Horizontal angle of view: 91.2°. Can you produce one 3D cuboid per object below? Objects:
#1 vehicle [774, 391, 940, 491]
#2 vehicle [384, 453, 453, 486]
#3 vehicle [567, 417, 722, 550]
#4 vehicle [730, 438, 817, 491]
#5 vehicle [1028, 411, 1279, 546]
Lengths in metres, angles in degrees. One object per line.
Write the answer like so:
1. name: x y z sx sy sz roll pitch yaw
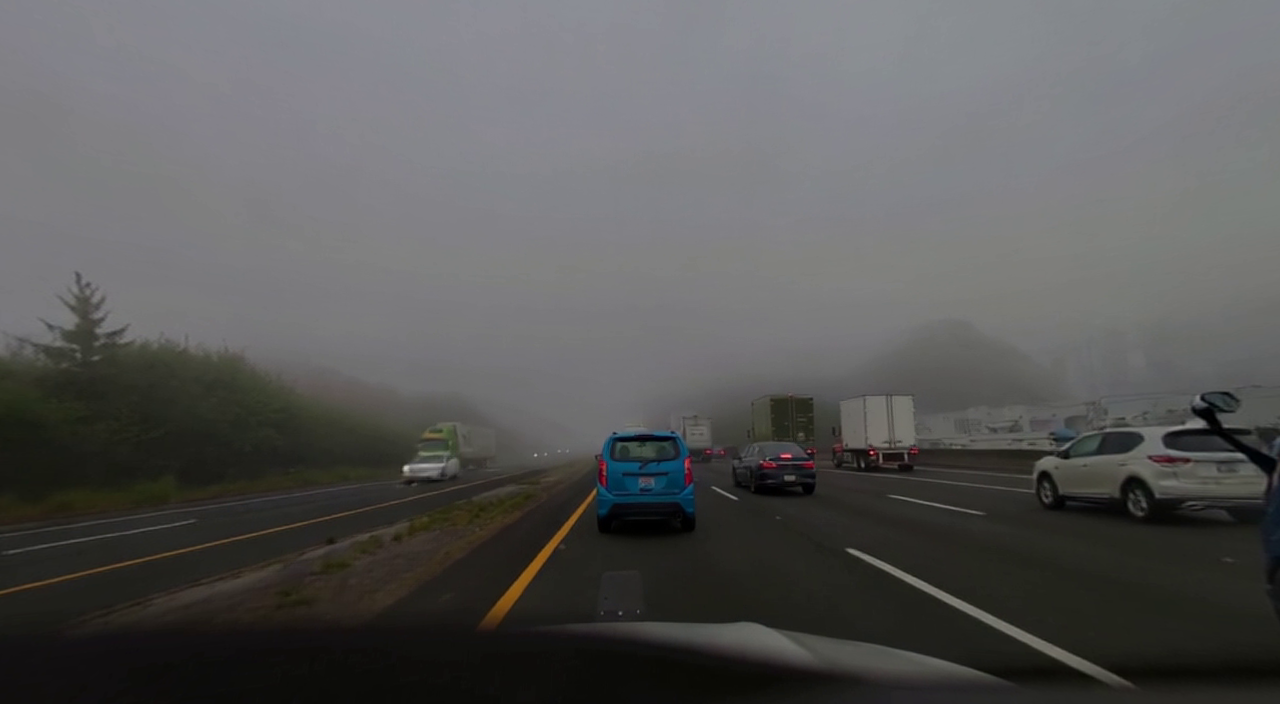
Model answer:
1. vehicle: 8.102 3.655 25.449 2.799 3.188 10.578 0 -9 -1
2. vehicle: -11.500 6.114 32.902 1.925 1.517 4.598 0 -9 0
3. vehicle: 0.031 1.944 9.759 1.965 1.664 3.428 0 -9 -1
4. vehicle: 4.136 3.547 20.018 1.859 1.512 3.711 0 -9 -1
5. vehicle: 8.566 1.897 9.995 1.913 1.652 4.384 0 -9 0
